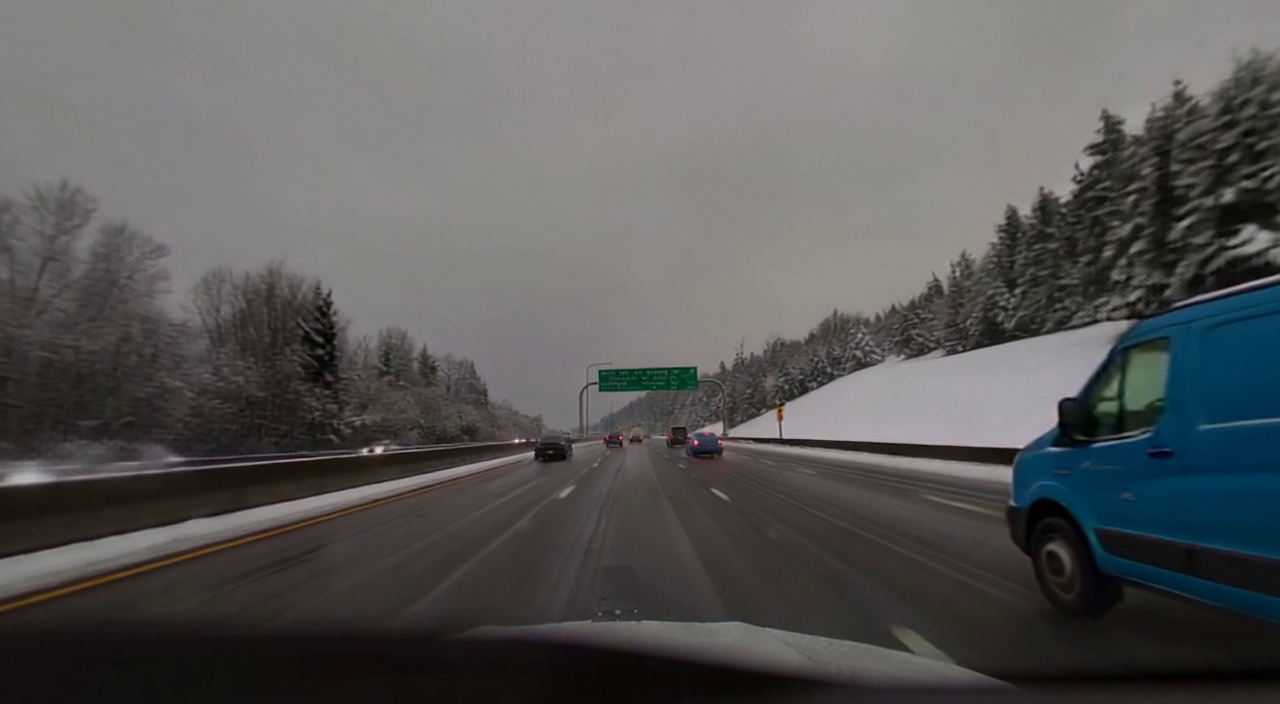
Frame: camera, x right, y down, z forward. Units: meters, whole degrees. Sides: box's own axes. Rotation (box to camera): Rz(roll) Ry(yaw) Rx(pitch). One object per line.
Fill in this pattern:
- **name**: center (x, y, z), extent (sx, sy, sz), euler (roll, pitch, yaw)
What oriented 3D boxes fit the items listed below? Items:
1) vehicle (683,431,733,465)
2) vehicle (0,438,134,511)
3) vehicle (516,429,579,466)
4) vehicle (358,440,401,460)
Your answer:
- **vehicle**: center (3.072, 4.406, 29.221), extent (1.806, 1.469, 3.681), euler (0, -8, -1)
- **vehicle**: center (-13.947, 2.650, 13.992), extent (2.025, 1.457, 4.147), euler (0, -8, -2)
- **vehicle**: center (-4.031, 4.216, 28.065), extent (2.204, 1.486, 4.121), euler (0, -8, 0)
- **vehicle**: center (-20.033, 7.522, 48.568), extent (1.754, 1.429, 3.677), euler (0, -8, -1)
